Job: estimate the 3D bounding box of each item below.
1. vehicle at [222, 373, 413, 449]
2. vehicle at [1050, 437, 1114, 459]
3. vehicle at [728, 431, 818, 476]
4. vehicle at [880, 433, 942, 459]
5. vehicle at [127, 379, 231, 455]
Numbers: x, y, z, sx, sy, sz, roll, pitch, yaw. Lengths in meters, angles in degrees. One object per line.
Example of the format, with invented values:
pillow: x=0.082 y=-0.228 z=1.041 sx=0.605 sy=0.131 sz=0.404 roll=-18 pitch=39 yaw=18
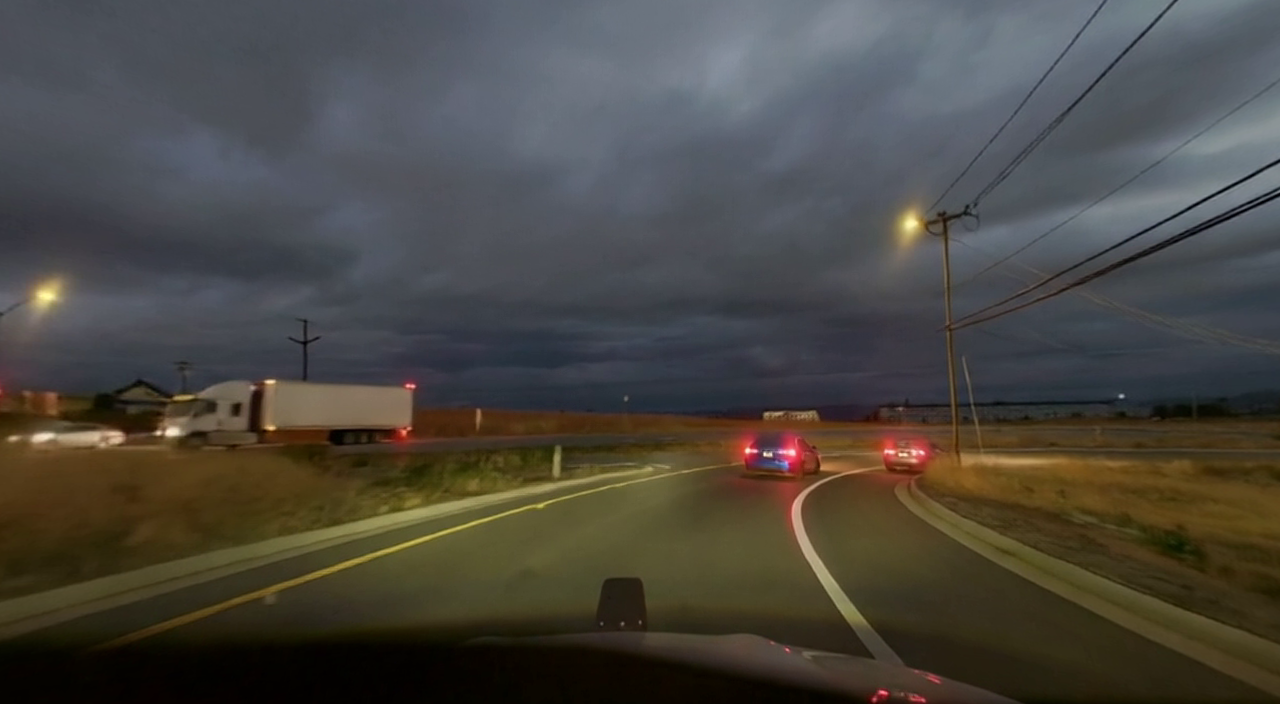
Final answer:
vehicle: x=-18.640 y=3.660 z=37.067 sx=9.356 sy=3.992 sz=2.808 roll=7 pitch=-11 yaw=-39
vehicle: x=33.177 y=7.187 z=47.322 sx=4.102 sy=1.552 sz=1.931 roll=3 pitch=-9 yaw=-23
vehicle: x=4.790 y=3.527 z=22.204 sx=2.026 sy=1.407 sz=4.374 roll=-4 pitch=-9 yaw=26
vehicle: x=16.455 y=5.690 z=38.209 sx=4.307 sy=1.465 sz=1.836 roll=8 pitch=-12 yaw=-43
vehicle: x=-23.888 y=3.459 z=32.708 sx=3.911 sy=3.666 sz=2.936 roll=7 pitch=-11 yaw=-39
